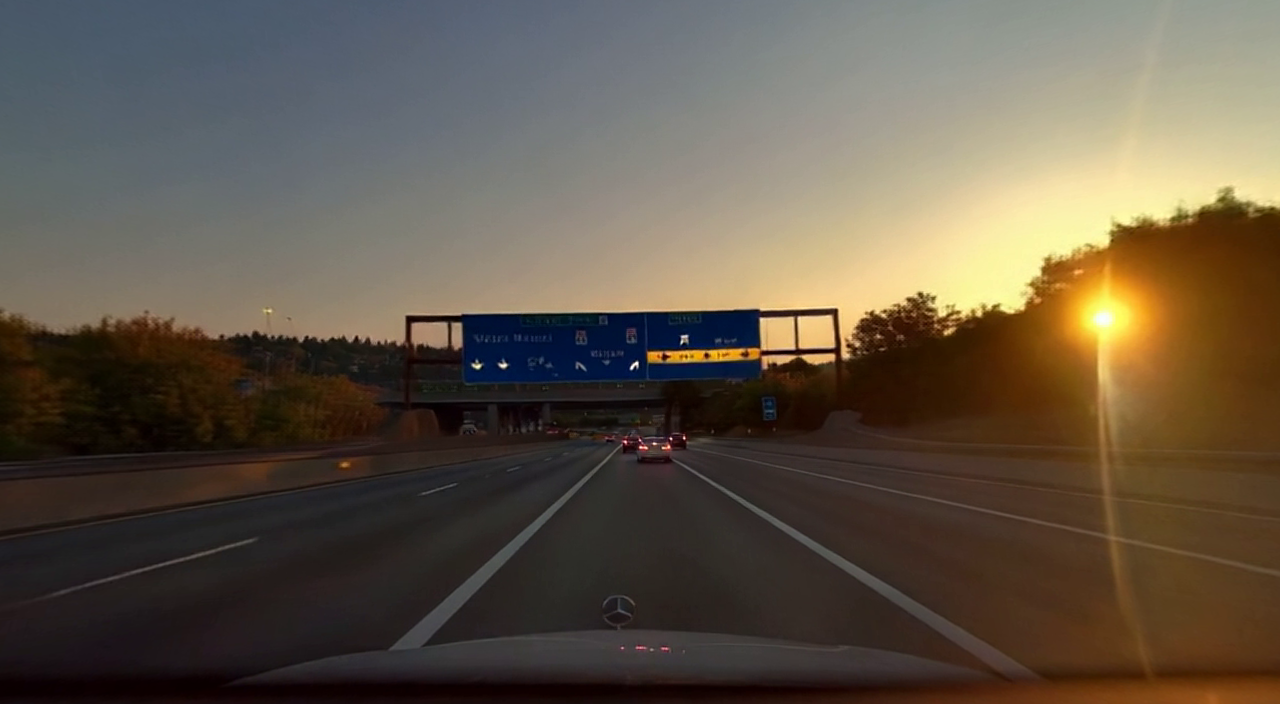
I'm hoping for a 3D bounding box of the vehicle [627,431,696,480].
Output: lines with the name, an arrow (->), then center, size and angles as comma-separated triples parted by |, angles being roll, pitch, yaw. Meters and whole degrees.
vehicle -> 0.592, 3.373, 20.873 | 2.046, 1.467, 3.844 | 0, -8, -2
